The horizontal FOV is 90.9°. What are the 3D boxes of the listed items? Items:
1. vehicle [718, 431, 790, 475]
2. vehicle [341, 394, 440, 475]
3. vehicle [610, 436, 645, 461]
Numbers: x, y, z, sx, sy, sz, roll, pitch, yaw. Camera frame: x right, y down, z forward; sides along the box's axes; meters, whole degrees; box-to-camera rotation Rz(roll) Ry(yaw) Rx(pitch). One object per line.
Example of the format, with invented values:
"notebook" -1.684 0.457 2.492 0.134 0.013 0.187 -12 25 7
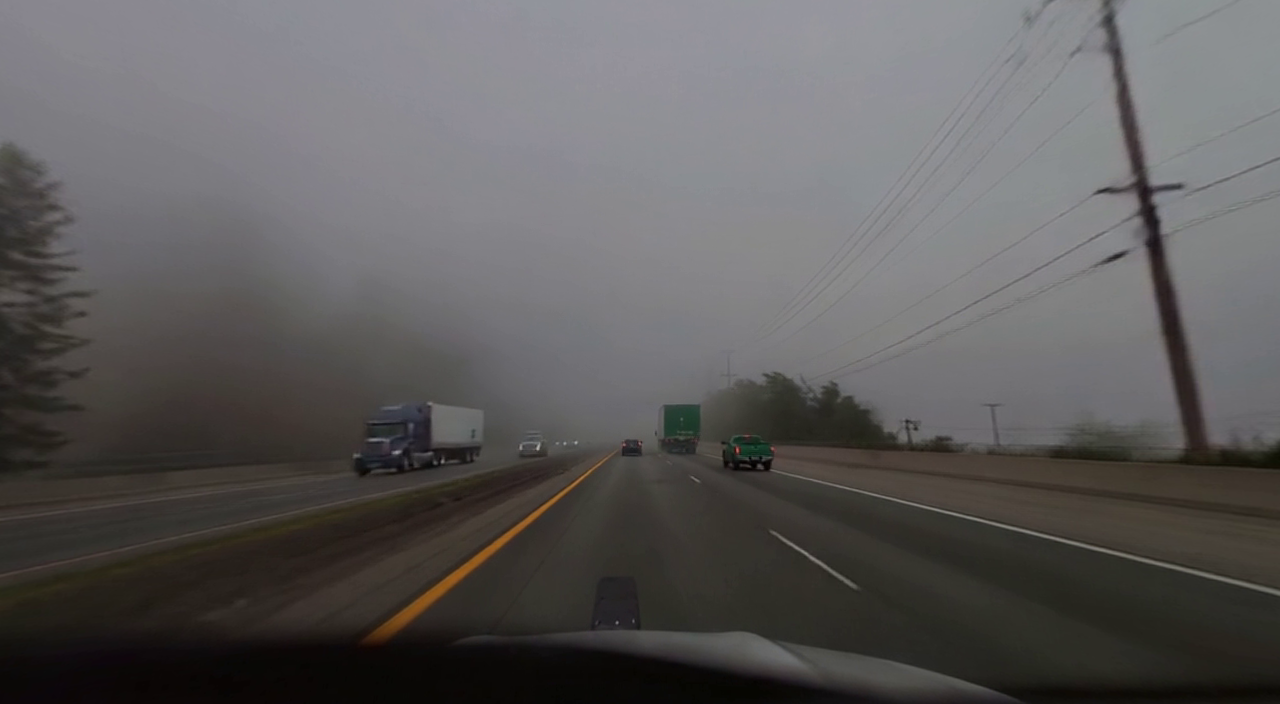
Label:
"vehicle" 4.331 3.883 24.534 1.930 1.573 3.853 0 -8 -2
"vehicle" -13.787 4.630 35.466 3.005 4.138 6.065 0 -8 -1
"vehicle" -0.797 6.205 40.746 2.163 1.466 3.693 0 -8 -1
